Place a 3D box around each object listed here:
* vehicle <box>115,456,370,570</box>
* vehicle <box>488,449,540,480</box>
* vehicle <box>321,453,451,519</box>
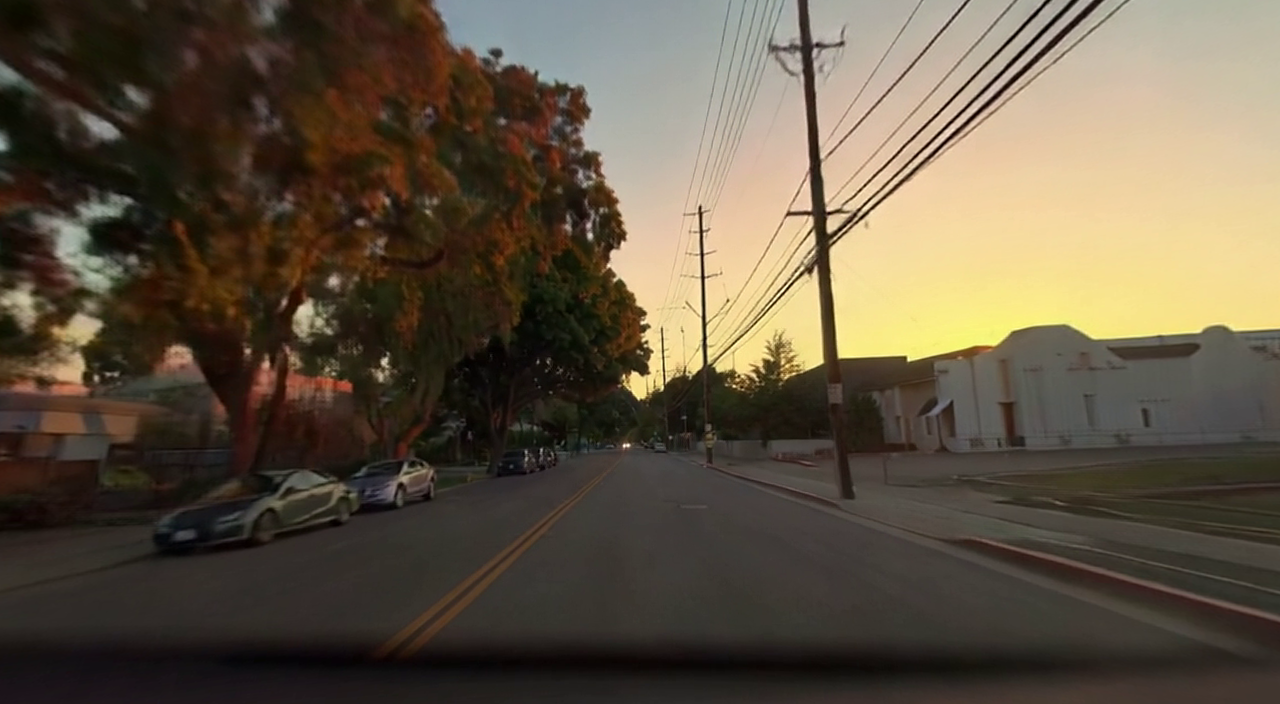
[{"bbox_3d":[-6.676,2.674,11.363,1.815,1.402,4.559,-4,-8,-3],"label":"vehicle"},{"bbox_3d":[-6.741,6.062,34.330,1.887,1.460,4.444,-4,-8,0],"label":"vehicle"},{"bbox_3d":[-6.654,3.500,17.078,1.815,1.384,4.357,-3,-8,-1],"label":"vehicle"}]
